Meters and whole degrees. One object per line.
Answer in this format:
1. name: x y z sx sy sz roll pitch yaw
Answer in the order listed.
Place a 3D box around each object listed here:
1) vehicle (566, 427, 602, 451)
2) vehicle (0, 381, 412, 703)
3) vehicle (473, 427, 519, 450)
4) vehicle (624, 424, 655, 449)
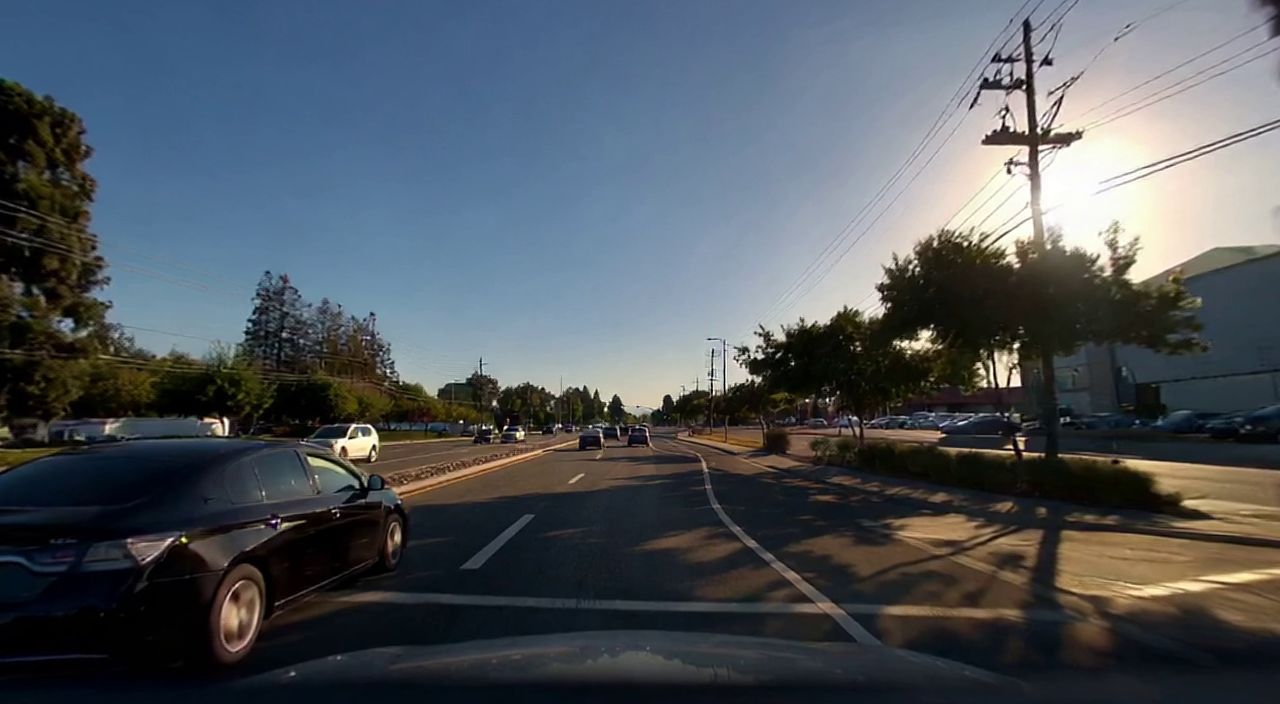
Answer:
1. vehicle: -3.657 5.758 41.808 2.021 1.486 3.623 0 -8 0
2. vehicle: -3.401 1.145 4.336 1.928 1.488 4.635 0 -8 0
3. vehicle: -9.138 5.570 40.472 1.971 1.415 4.317 0 -8 -1
4. vehicle: -0.066 6.320 46.998 2.182 1.773 4.041 0 -8 -1
